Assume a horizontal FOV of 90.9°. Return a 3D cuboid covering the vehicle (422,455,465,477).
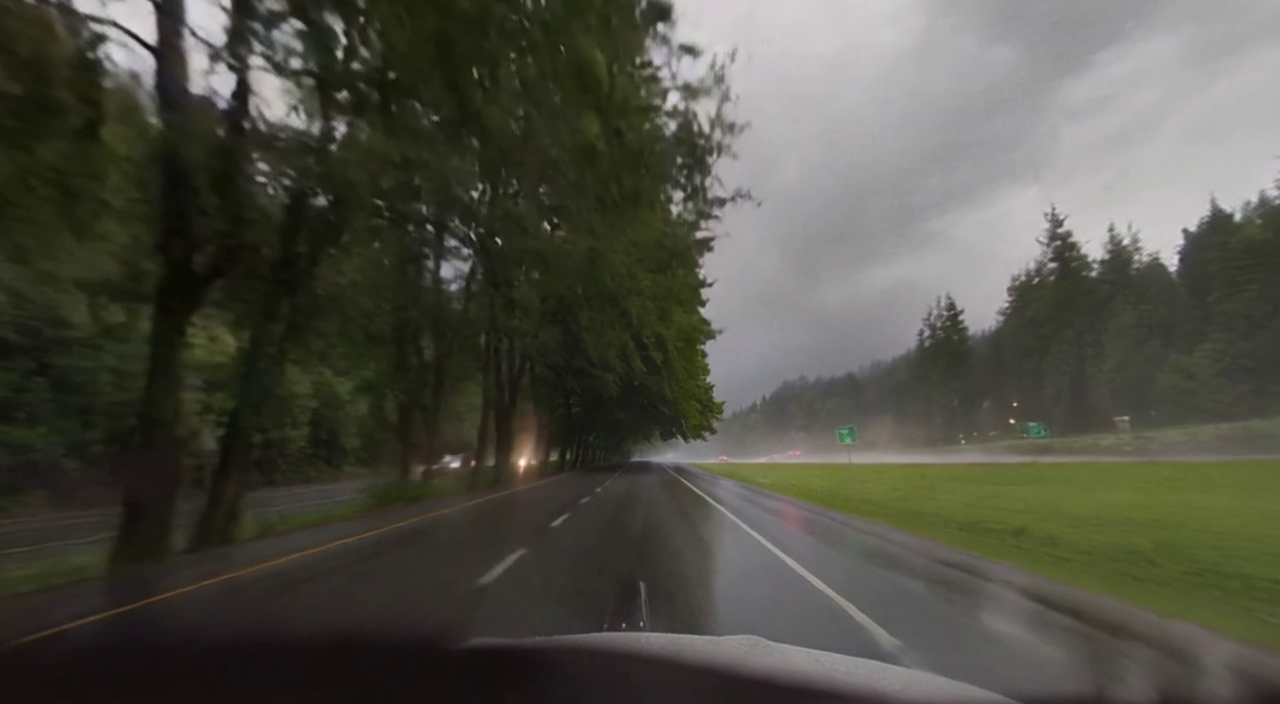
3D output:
[{"bbox_3d":[-14.786,8.579,47.599,1.831,1.543,4.034,0,-9,2],"label":"vehicle"}]
